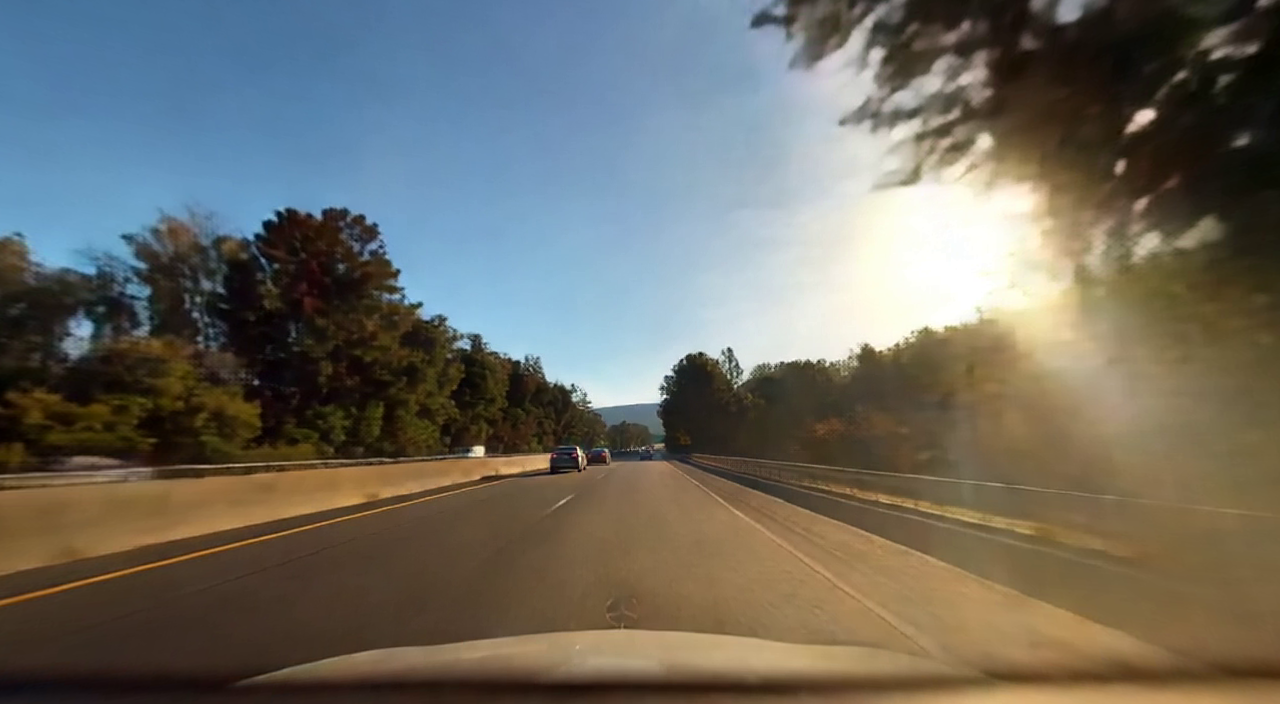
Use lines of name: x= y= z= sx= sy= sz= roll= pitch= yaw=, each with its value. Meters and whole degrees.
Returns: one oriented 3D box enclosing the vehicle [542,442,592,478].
vehicle: x=-3.442 y=5.196 z=30.462 sx=1.846 sy=1.600 sz=4.108 roll=0 pitch=-9 yaw=1
